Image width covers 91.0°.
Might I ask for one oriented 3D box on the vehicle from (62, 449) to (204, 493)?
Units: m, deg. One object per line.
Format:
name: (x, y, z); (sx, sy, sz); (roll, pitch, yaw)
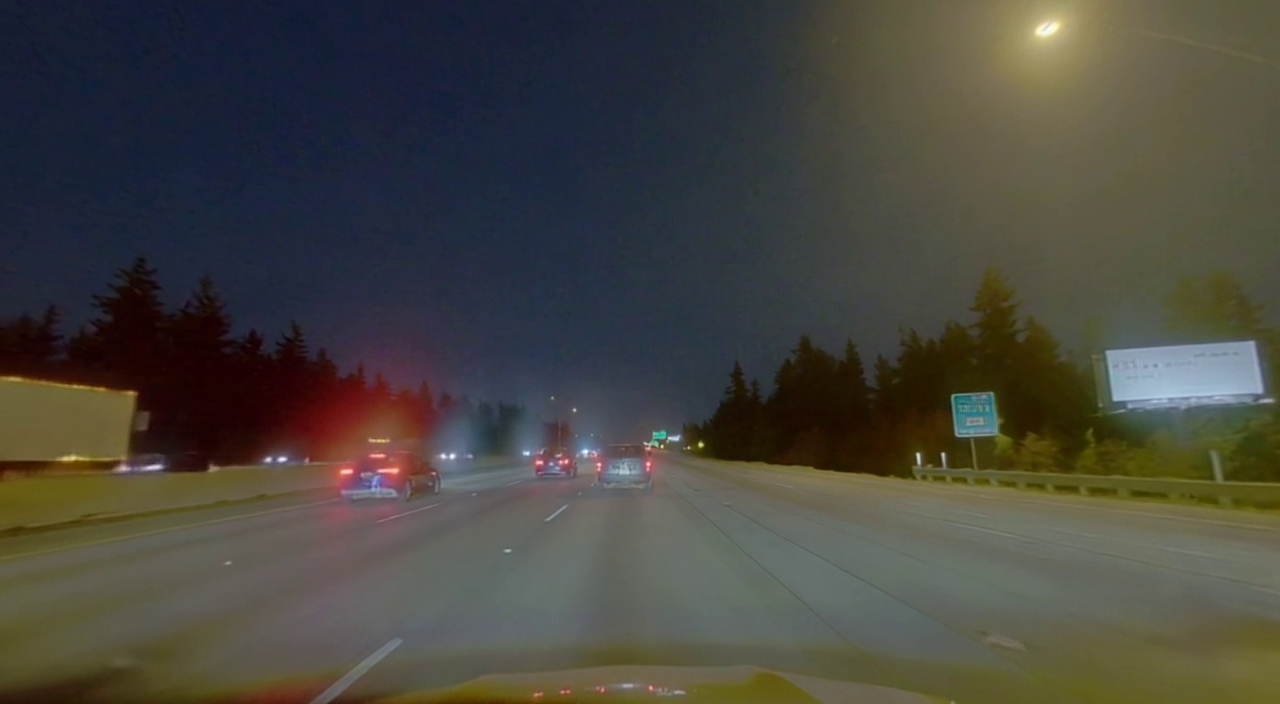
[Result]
vehicle: (-19.129, 4.486, 24.064); (1.904, 1.482, 4.207); (0, -9, 0)

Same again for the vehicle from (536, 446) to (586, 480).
vehicle: (-3.796, 5.405, 30.948); (1.889, 1.522, 4.465); (0, -9, 0)

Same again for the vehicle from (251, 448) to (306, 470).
vehicle: (-27.076, 8.034, 47.300); (1.795, 1.541, 4.027); (0, -9, -1)

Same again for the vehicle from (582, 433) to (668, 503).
vehicle: (-0.387, 3.269, 18.204); (2.127, 1.749, 4.776); (0, -9, 0)

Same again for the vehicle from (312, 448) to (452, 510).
vehicle: (-6.989, 3.459, 17.708); (1.892, 1.468, 4.792); (0, -9, 0)

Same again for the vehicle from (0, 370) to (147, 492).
vehicle: (-22.634, 2.311, 18.904); (2.883, 4.004, 16.498); (0, -9, -2)
